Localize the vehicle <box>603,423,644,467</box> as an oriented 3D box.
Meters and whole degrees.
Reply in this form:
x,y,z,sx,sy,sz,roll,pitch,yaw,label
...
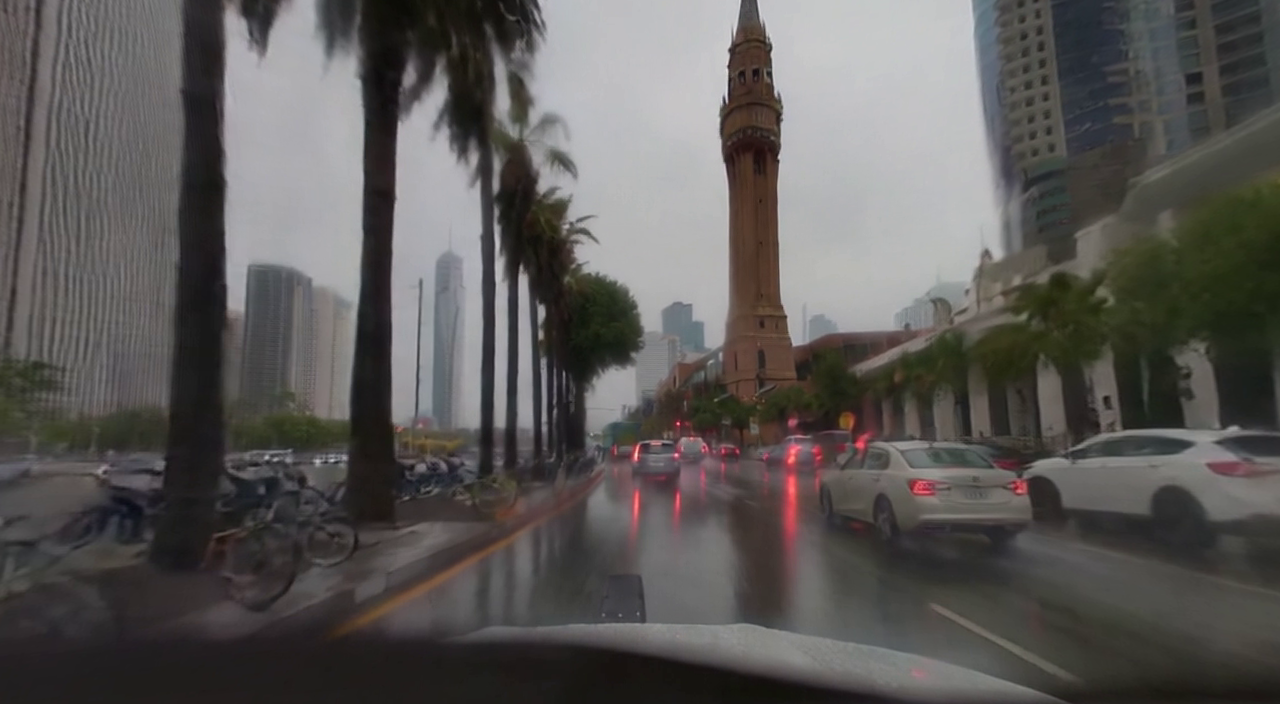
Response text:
x,y,z,sx,sy,sz,roll,pitch,yaw,label
-1.245,6.582,44.808,2.400,2.872,6.053,1,-9,-6,vehicle

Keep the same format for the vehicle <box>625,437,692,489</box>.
x,y,z,sx,sy,sz,roll,pitch,yaw,label
0.560,3.805,21.917,2.111,1.605,3.832,0,-9,-1,vehicle

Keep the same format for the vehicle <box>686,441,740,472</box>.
x,y,z,sx,sy,sz,roll,pitch,yaw,label
3.854,5.634,34.250,1.981,1.572,4.718,1,-9,-5,vehicle

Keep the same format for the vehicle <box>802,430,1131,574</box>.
x,y,z,sx,sy,sz,roll,pitch,yaw,label
4.094,1.957,9.126,2.116,1.500,4.702,0,-9,-2,vehicle

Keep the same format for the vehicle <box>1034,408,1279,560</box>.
x,y,z,sx,sy,sz,roll,pitch,yaw,label
9.139,1.993,10.102,2.225,1.887,5.177,0,-9,-1,vehicle
